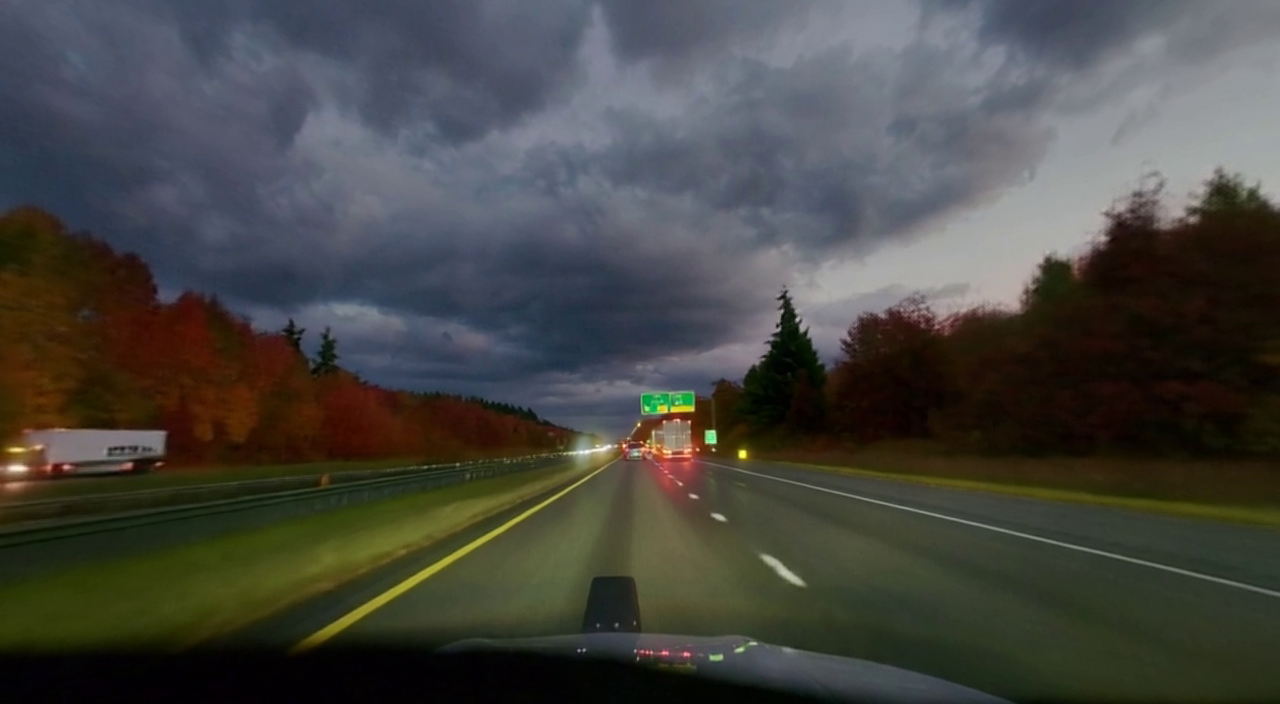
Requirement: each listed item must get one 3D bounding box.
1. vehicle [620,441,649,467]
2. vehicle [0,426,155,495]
[{"bbox_3d":[-0.464,7.756,47.863,2.156,1.886,4.334,0,-9,-2],"label":"vehicle"},{"bbox_3d":[-40.460,7.584,44.386,2.932,4.093,14.120,1,-9,-9],"label":"vehicle"}]
